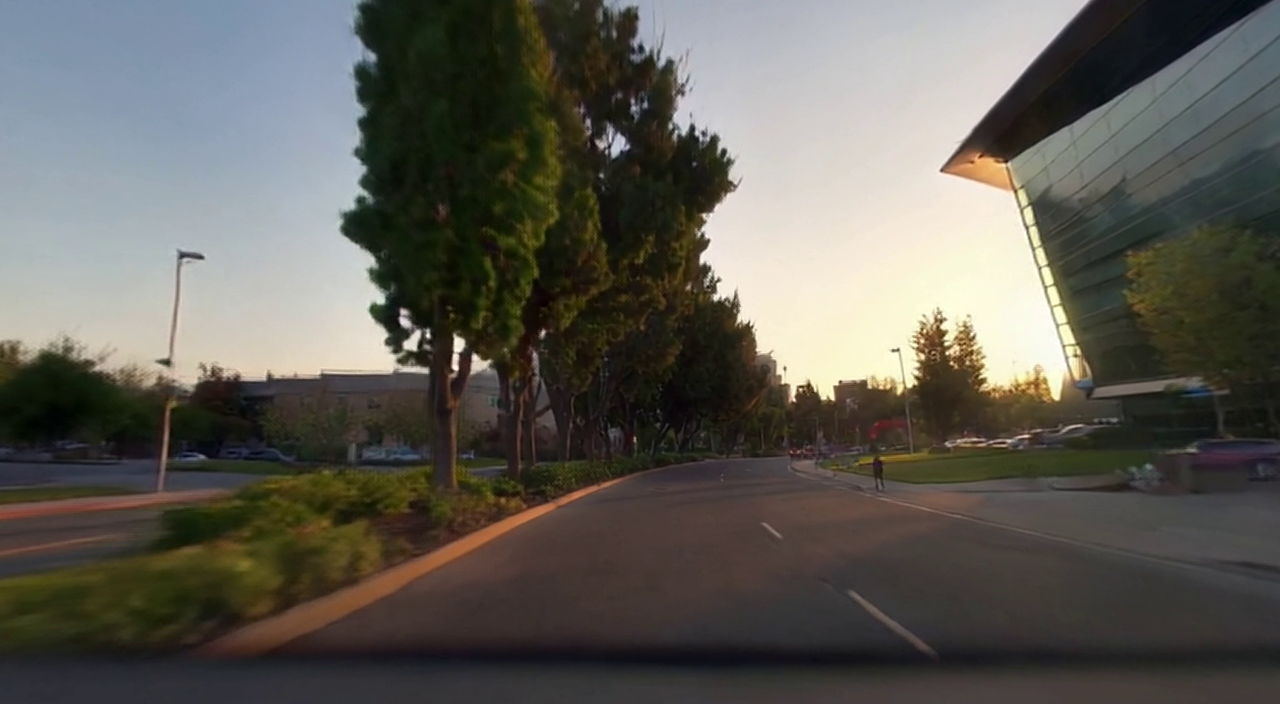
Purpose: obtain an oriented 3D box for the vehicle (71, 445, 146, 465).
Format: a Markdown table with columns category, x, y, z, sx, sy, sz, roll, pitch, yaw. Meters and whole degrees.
| category | x | y | z | sx | sy | sz | roll | pitch | yaw |
| --- | --- | --- | --- | --- | --- | --- | --- | --- | --- |
| vehicle | -42.072 | 8.150 | 49.934 | 4.097 | 1.583 | 1.995 | 0 | -8 | 0 |
